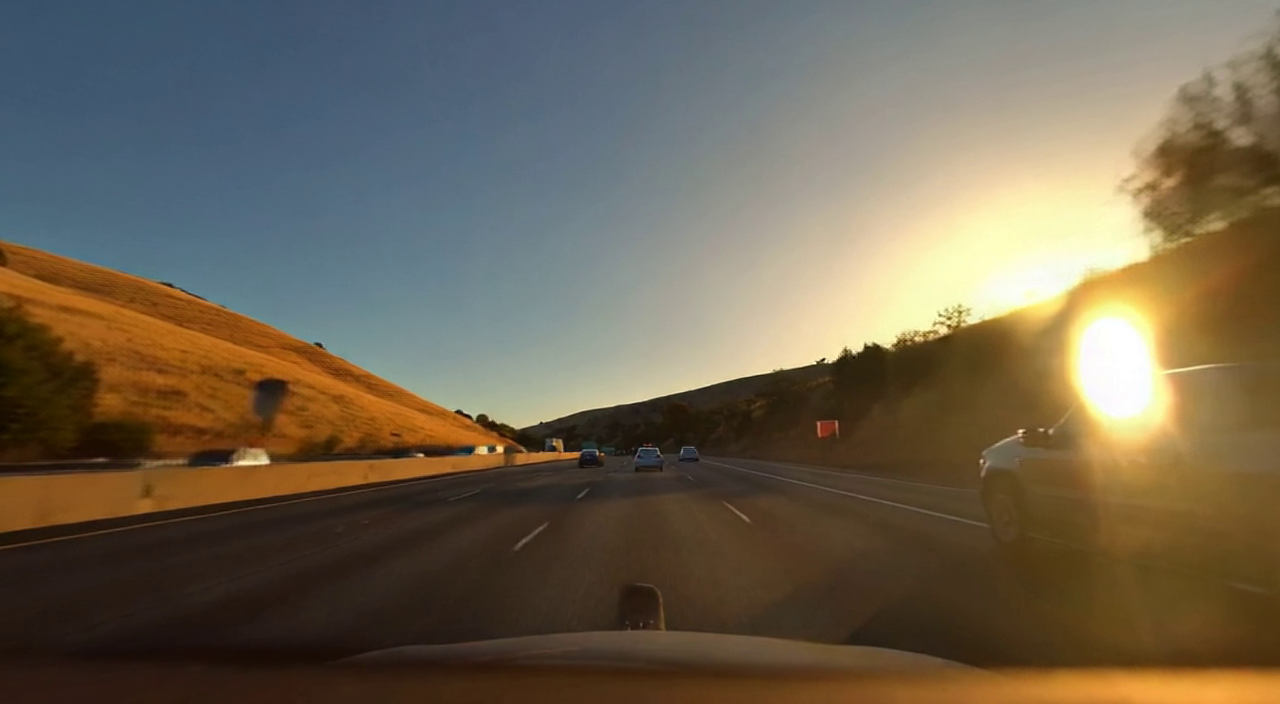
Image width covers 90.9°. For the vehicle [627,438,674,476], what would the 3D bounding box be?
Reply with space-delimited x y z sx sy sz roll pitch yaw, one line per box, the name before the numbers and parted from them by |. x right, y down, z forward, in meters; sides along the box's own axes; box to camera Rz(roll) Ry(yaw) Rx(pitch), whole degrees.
vehicle | 0.471 5.041 30.494 2.086 1.685 4.206 0 -8 0

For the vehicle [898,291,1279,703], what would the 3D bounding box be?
vehicle | 4.239 0.896 4.017 2.700 1.980 5.866 0 -8 0

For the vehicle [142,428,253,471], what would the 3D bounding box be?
vehicle | -16.171 3.647 23.238 1.641 1.382 3.344 -2 -11 0

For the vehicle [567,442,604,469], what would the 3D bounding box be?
vehicle | -3.598 6.952 42.588 2.076 1.690 4.113 0 -8 1
